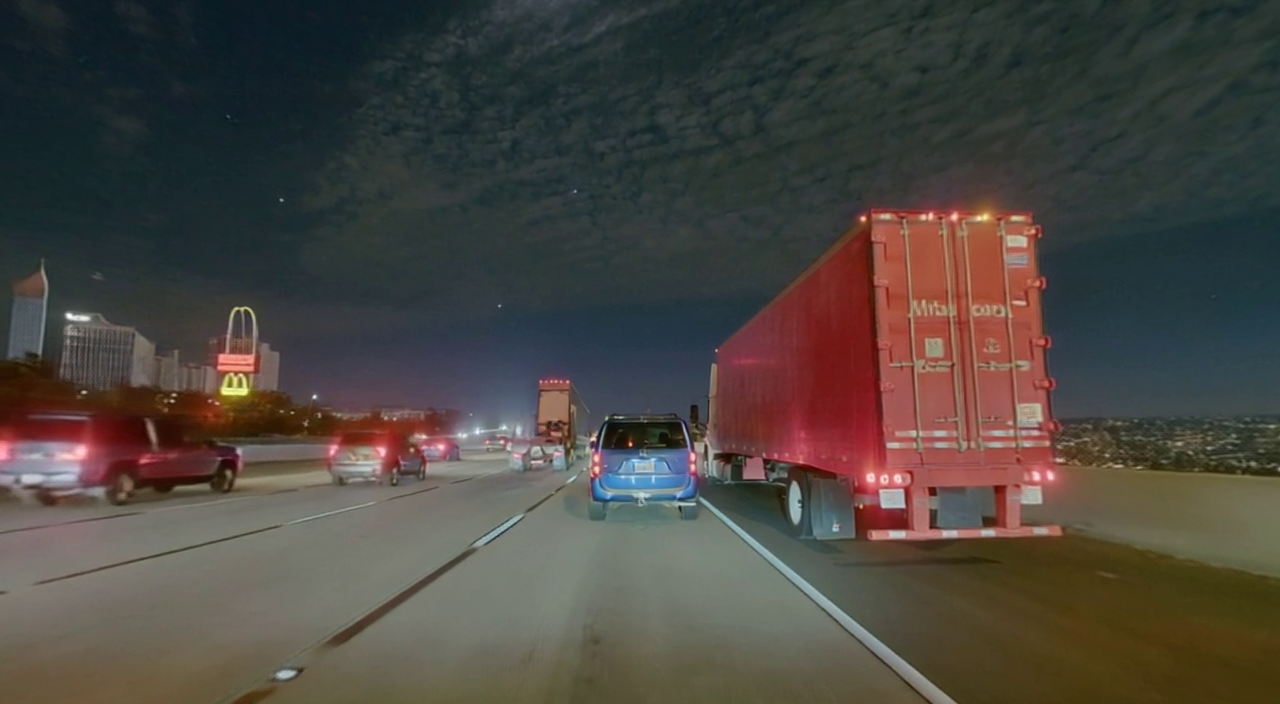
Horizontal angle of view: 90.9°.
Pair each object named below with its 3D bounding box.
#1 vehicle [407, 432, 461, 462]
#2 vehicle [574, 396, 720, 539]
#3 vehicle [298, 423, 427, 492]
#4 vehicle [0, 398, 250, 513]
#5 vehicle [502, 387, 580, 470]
[{"bbox_3d":[-12.422,5.770,38.347,1.915,1.710,4.670,0,-9,-2],"label":"vehicle"},{"bbox_3d":[0.054,1.847,10.531,1.947,1.910,4.040,0,-9,-1],"label":"vehicle"},{"bbox_3d":[-7.696,2.975,18.022,1.854,1.740,4.151,0,-9,-1],"label":"vehicle"},{"bbox_3d":[-11.612,2.244,13.947,2.240,1.995,5.854,0,-9,0],"label":"vehicle"},{"bbox_3d":[-4.625,3.899,31.300,2.814,3.513,8.529,0,-9,-2],"label":"vehicle"}]
